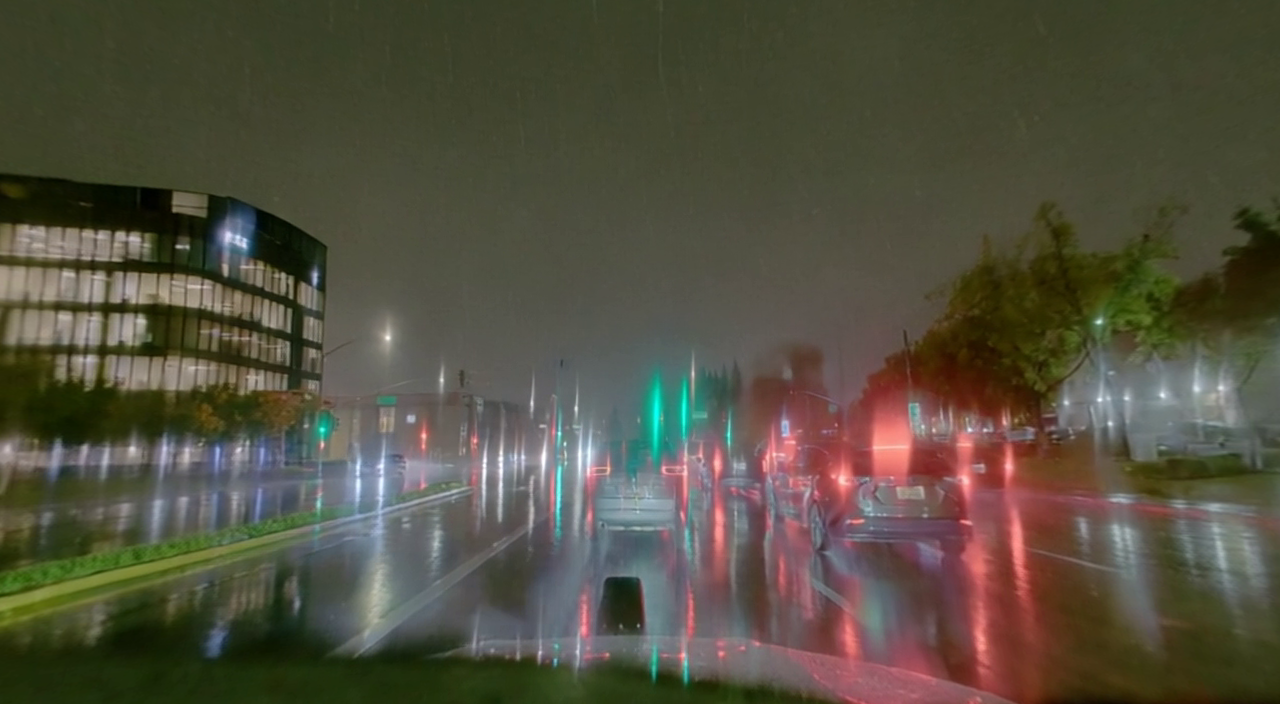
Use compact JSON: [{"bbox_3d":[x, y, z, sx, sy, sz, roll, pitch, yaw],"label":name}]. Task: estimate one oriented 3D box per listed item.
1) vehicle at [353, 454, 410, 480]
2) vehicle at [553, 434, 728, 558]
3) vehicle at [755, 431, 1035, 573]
[{"bbox_3d":[-16.648,7.393,40.929,1.864,1.489,4.346,0,-8,0],"label":"vehicle"},{"bbox_3d":[-0.043,2.047,9.745,2.105,1.474,4.127,0,-8,-1],"label":"vehicle"},{"bbox_3d":[3.126,1.924,9.022,1.995,1.483,4.533,0,-8,-2],"label":"vehicle"}]
